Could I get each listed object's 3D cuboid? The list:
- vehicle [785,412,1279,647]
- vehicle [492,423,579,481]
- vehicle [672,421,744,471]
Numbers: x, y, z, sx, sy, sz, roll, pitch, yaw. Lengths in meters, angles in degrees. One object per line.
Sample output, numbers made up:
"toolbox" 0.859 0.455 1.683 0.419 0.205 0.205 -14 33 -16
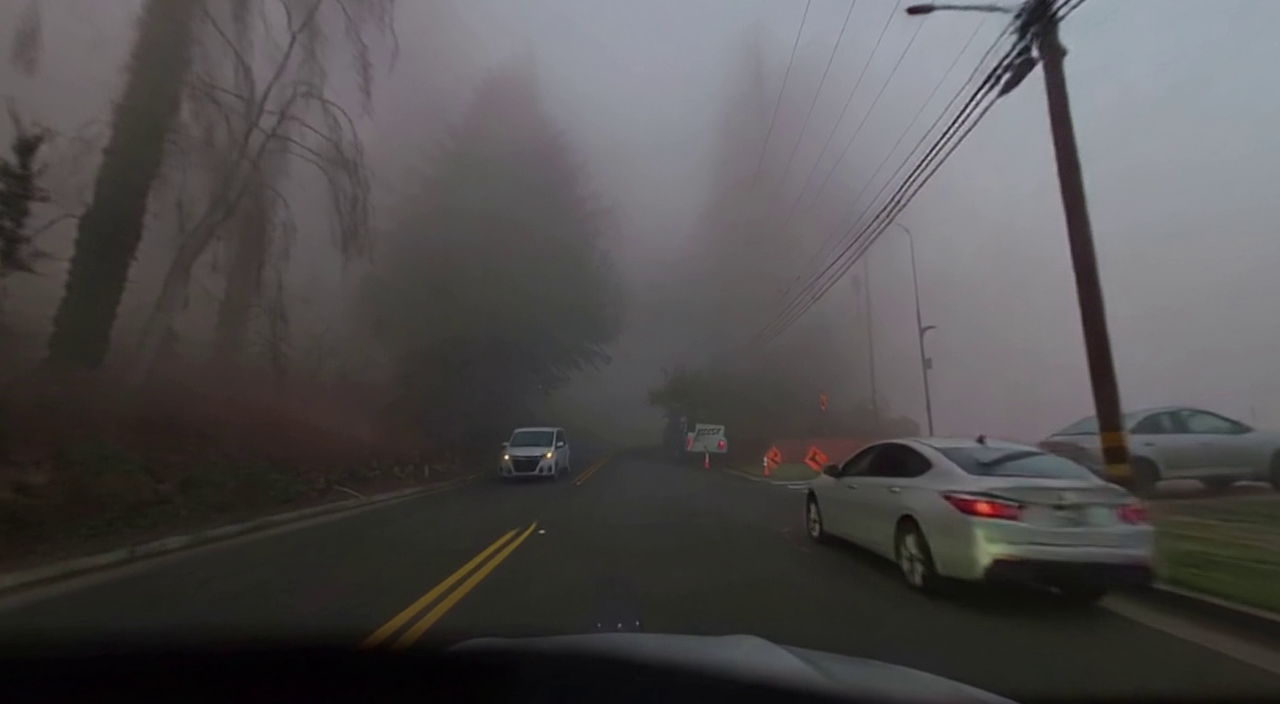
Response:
"vehicle" 3.152 1.493 6.475 2.006 1.482 4.722 0 -9 -3
"vehicle" -3.777 3.766 23.986 2.358 1.921 5.675 0 -9 0
"vehicle" 3.066 4.469 30.026 2.759 2.114 6.152 0 -9 0
